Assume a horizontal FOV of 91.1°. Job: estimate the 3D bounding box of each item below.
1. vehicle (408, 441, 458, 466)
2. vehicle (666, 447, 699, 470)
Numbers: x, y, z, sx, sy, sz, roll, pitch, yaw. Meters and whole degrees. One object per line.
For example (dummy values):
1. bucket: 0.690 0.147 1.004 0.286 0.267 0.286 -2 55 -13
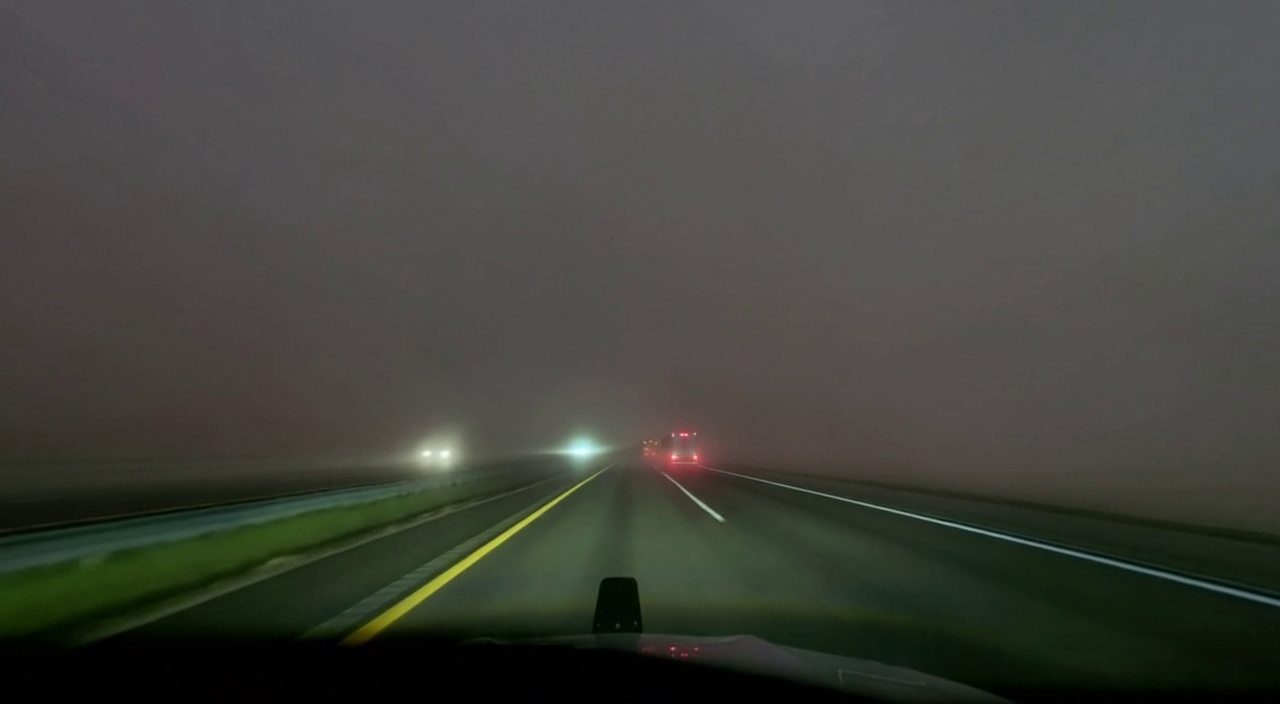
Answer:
1. vehicle: -14.524 7.139 44.320 2.038 1.644 4.230 0 -9 0
2. vehicle: 2.882 7.339 43.414 1.836 1.459 3.766 0 -9 -2
